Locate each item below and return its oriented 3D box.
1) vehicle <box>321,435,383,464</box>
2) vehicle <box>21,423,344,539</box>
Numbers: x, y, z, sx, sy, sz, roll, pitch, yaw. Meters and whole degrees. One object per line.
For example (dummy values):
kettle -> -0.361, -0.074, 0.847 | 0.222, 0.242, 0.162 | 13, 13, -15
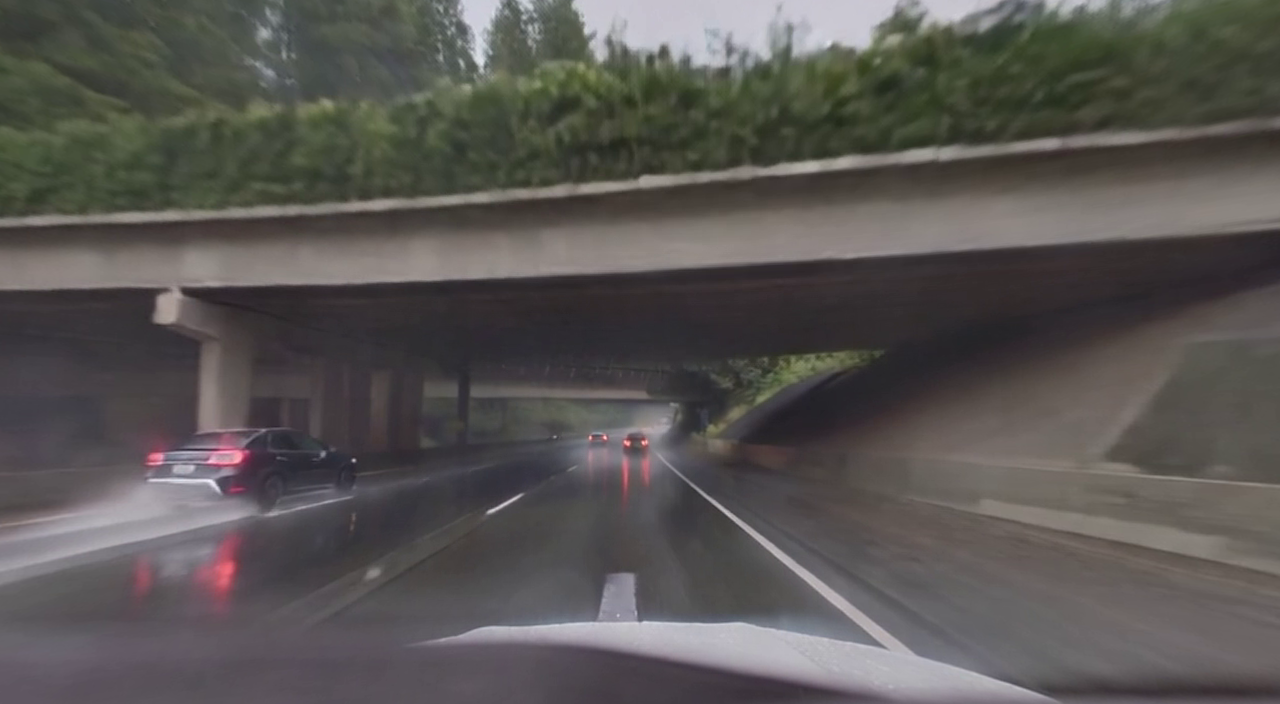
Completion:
vehicle -> -17.696, 6.011, 38.854 | 1.851, 1.666, 4.204 | 0, -8, 0
vehicle -> -7.172, 2.029, 10.660 | 2.118, 1.524, 4.422 | 0, -8, 1
